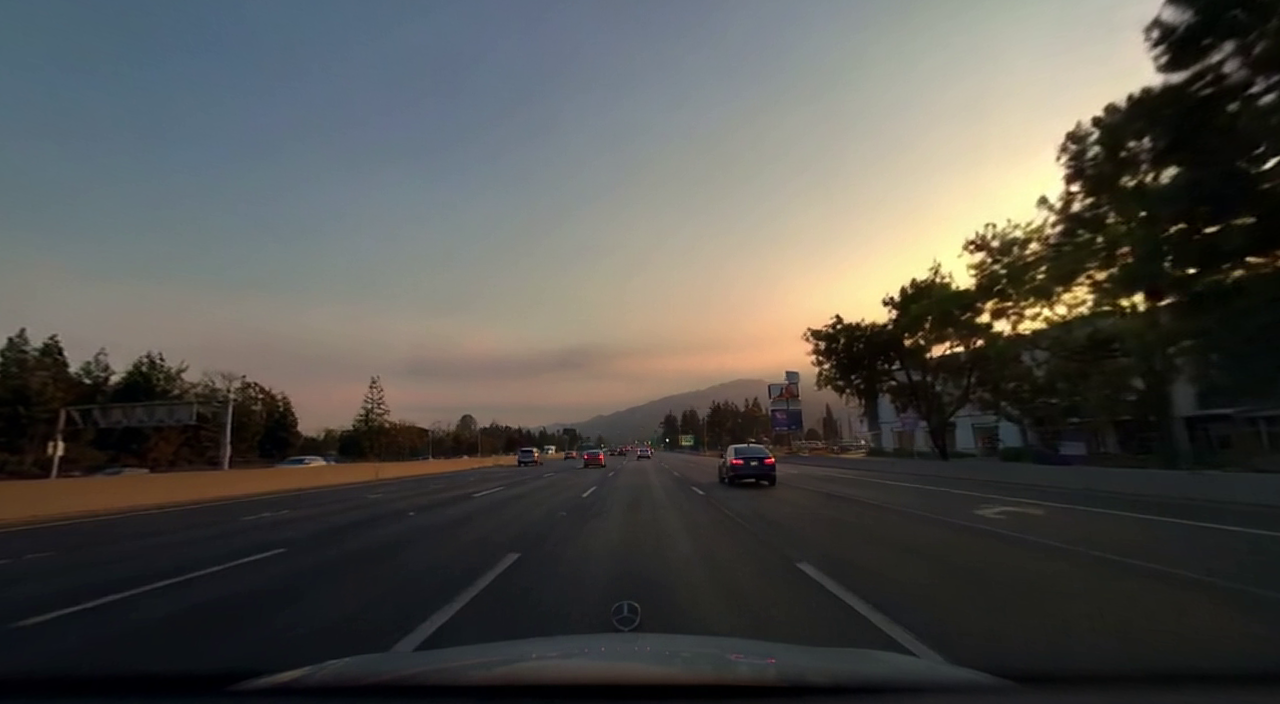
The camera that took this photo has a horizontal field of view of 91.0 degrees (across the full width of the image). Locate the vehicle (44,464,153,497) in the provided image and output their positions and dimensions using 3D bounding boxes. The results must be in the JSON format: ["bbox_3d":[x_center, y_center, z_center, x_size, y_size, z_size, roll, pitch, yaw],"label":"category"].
[{"bbox_3d":[-31.736,7.530,37.162,1.905,1.634,5.113,0,-9,0],"label":"vehicle"}]

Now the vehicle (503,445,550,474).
[{"bbox_3d":[-7.446,7.115,41.807,2.112,1.813,4.716,-1,-9,1],"label":"vehicle"}]

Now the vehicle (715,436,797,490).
[{"bbox_3d":[4.151,4.070,23.425,2.109,1.764,4.704,0,-9,0],"label":"vehicle"}]

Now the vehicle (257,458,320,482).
[{"bbox_3d":[-27.446,9.188,49.375,1.996,1.683,5.125,0,-9,-1],"label":"vehicle"}]

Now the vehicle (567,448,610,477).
[{"bbox_3d":[-2.931,6.415,36.810,2.139,1.510,4.506,0,-9,1],"label":"vehicle"}]
